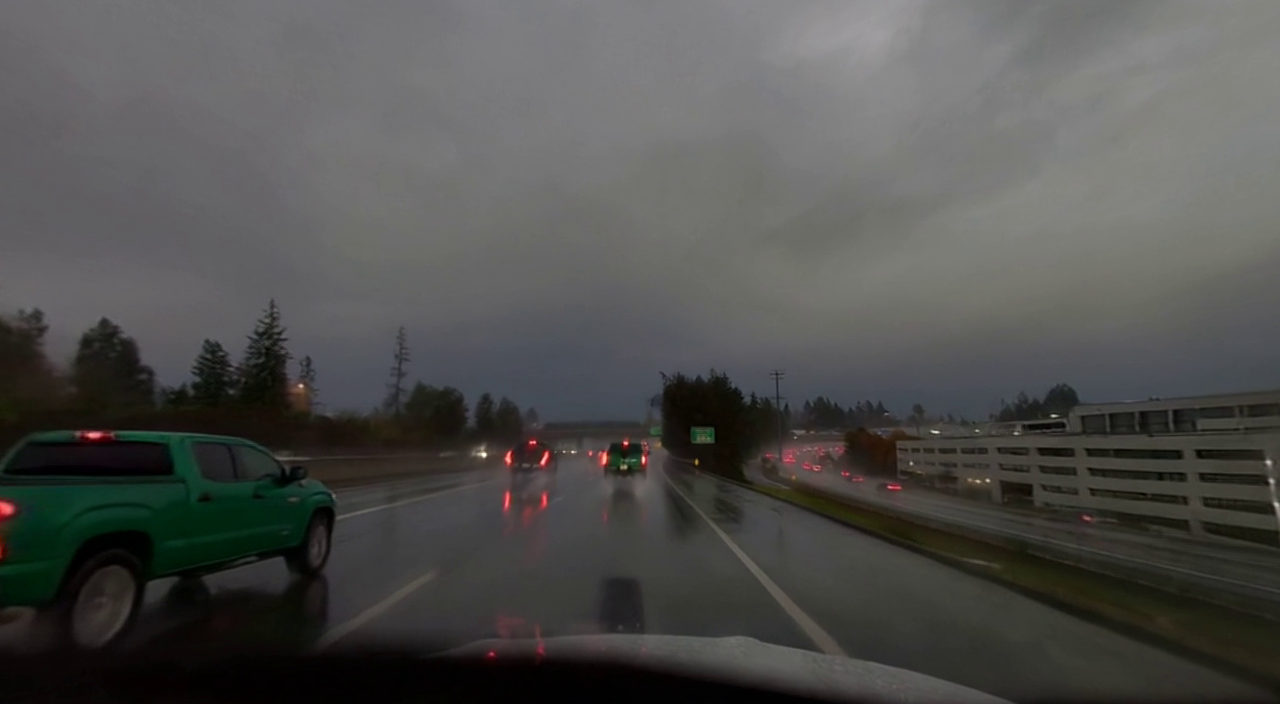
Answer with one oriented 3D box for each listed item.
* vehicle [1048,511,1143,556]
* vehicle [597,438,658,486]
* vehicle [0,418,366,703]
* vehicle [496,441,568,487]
[{"bbox_3d":[23.707,9.440,33.118,1.956,1.594,4.425,0,-8,4],"label":"vehicle"},{"bbox_3d":[-0.428,4.480,26.080,2.293,1.753,4.380,0,-8,1],"label":"vehicle"},{"bbox_3d":[-4.150,1.352,5.050,1.936,1.470,4.402,0,-8,0],"label":"vehicle"},{"bbox_3d":[-4.352,4.575,26.282,2.038,1.704,5.181,0,-8,1],"label":"vehicle"}]
